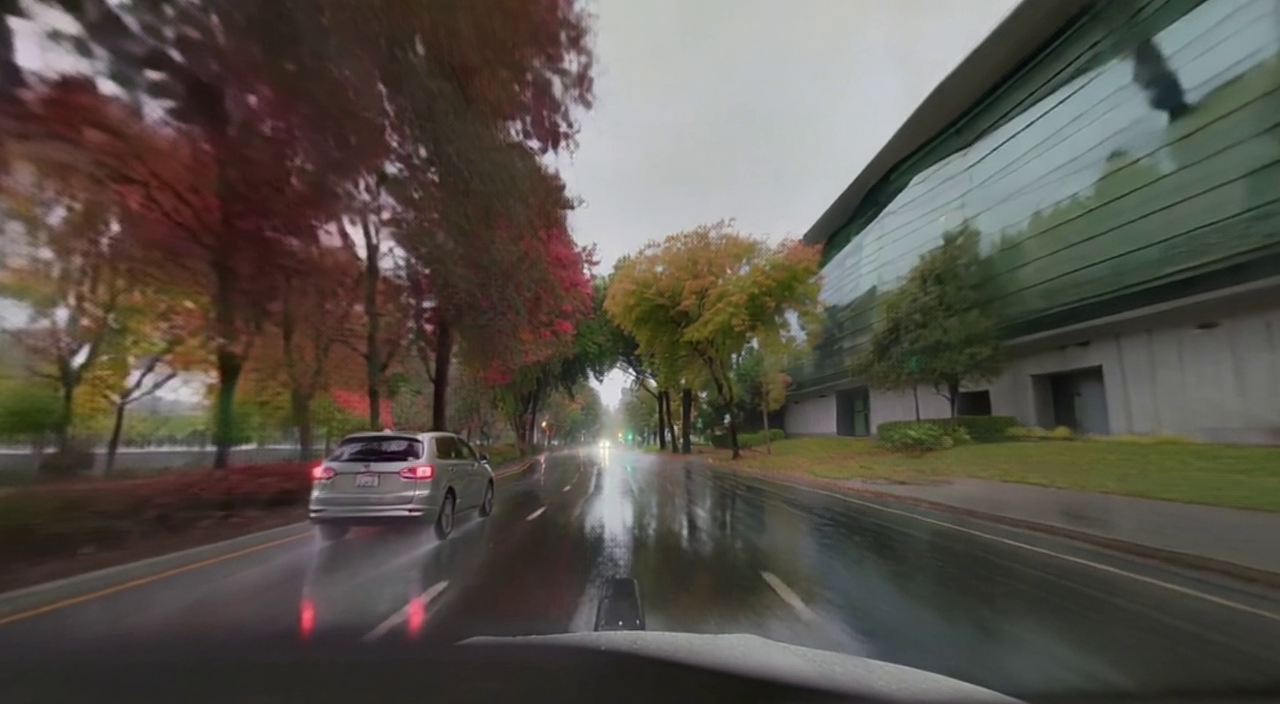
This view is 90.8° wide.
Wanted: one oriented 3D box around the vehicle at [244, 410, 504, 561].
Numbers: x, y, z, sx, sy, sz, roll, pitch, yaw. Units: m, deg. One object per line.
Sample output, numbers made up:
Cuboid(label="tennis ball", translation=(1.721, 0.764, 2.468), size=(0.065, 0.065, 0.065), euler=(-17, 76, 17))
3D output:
Cuboid(label="vehicle", translation=(-3.534, 1.850, 9.566), size=(2.067, 1.700, 4.561), euler=(0, -8, -2))
